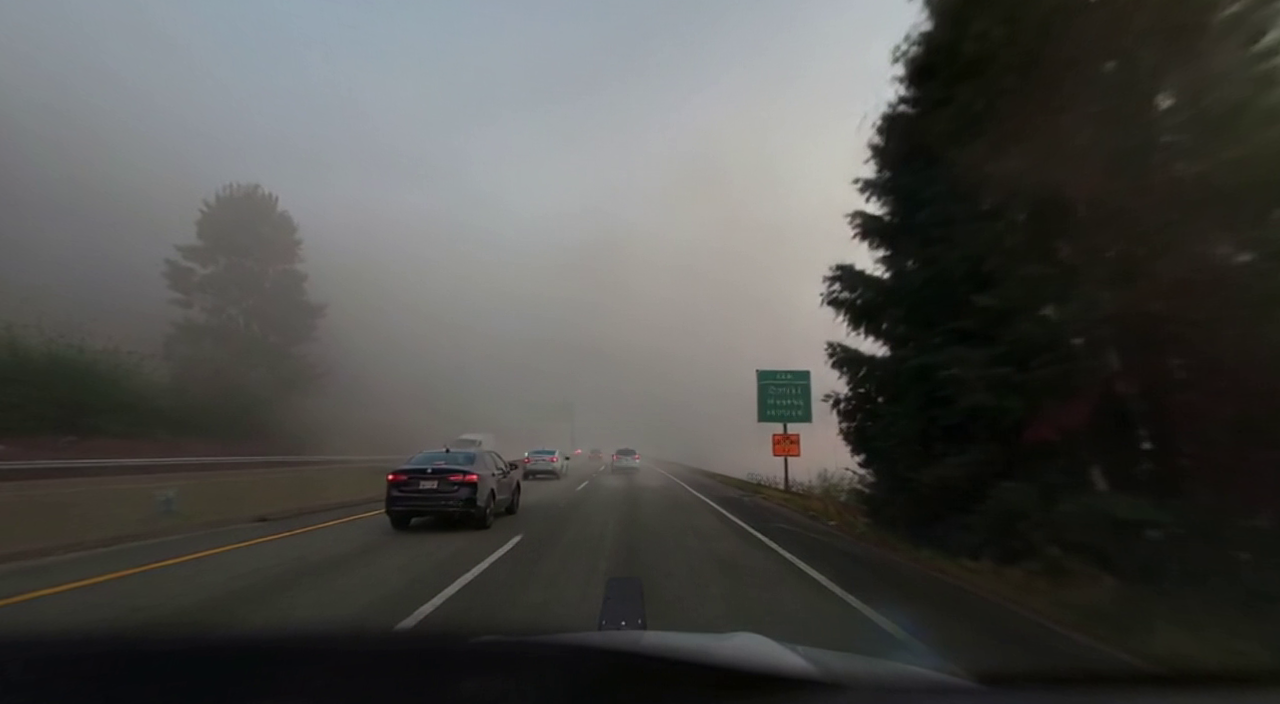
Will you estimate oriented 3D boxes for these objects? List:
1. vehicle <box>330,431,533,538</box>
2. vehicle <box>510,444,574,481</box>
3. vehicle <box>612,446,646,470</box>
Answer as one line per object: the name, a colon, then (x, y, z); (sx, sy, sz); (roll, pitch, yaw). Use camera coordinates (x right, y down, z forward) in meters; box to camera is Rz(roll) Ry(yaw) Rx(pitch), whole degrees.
vehicle: (-3.382, 2.239, 11.362); (2.067, 1.509, 4.551); (0, -8, 1)
vehicle: (-4.197, 4.797, 27.717); (2.107, 1.453, 4.462); (0, -8, 0)
vehicle: (-0.700, 6.863, 41.011); (2.100, 1.471, 3.956); (0, -8, -1)
